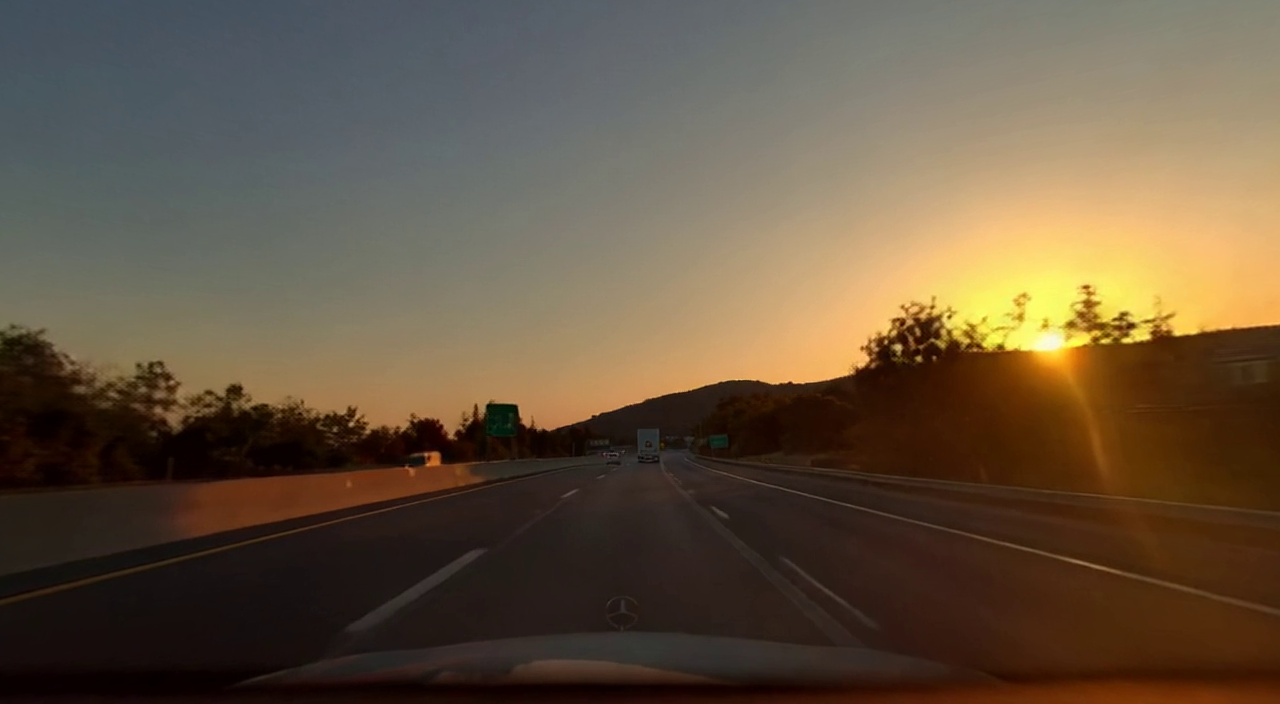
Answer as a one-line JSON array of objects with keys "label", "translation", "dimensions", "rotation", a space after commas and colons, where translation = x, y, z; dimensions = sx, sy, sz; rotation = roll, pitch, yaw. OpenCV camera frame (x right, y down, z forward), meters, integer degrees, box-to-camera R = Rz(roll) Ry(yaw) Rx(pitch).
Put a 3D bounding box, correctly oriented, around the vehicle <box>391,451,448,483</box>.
[{"label": "vehicle", "translation": [-16.467, 8.574, 47.462], "dimensions": [2.377, 2.202, 5.348], "rotation": [0, -9, 0]}]
